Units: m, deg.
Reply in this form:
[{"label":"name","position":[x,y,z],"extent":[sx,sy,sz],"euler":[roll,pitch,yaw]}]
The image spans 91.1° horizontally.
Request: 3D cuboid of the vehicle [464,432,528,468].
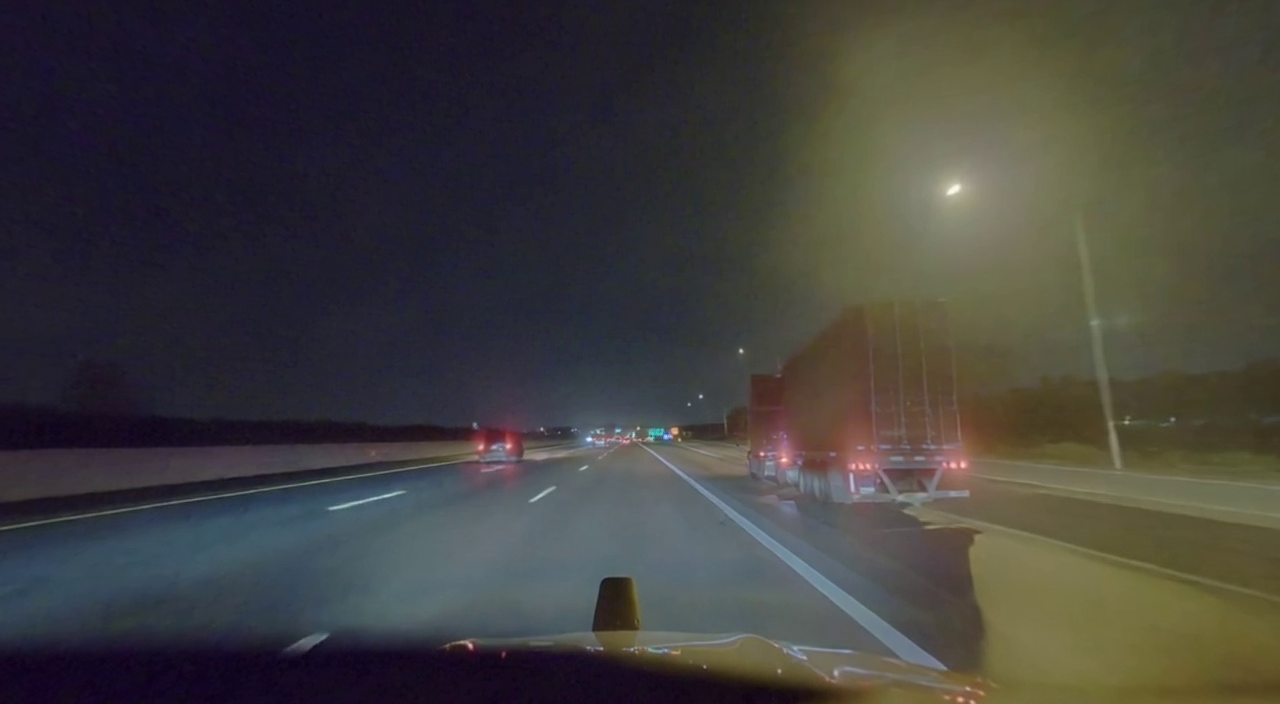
[{"label":"vehicle","position":[-7.004,4.806,31.099],"extent":[2.111,1.662,4.630],"euler":[0,-8,0]}]
